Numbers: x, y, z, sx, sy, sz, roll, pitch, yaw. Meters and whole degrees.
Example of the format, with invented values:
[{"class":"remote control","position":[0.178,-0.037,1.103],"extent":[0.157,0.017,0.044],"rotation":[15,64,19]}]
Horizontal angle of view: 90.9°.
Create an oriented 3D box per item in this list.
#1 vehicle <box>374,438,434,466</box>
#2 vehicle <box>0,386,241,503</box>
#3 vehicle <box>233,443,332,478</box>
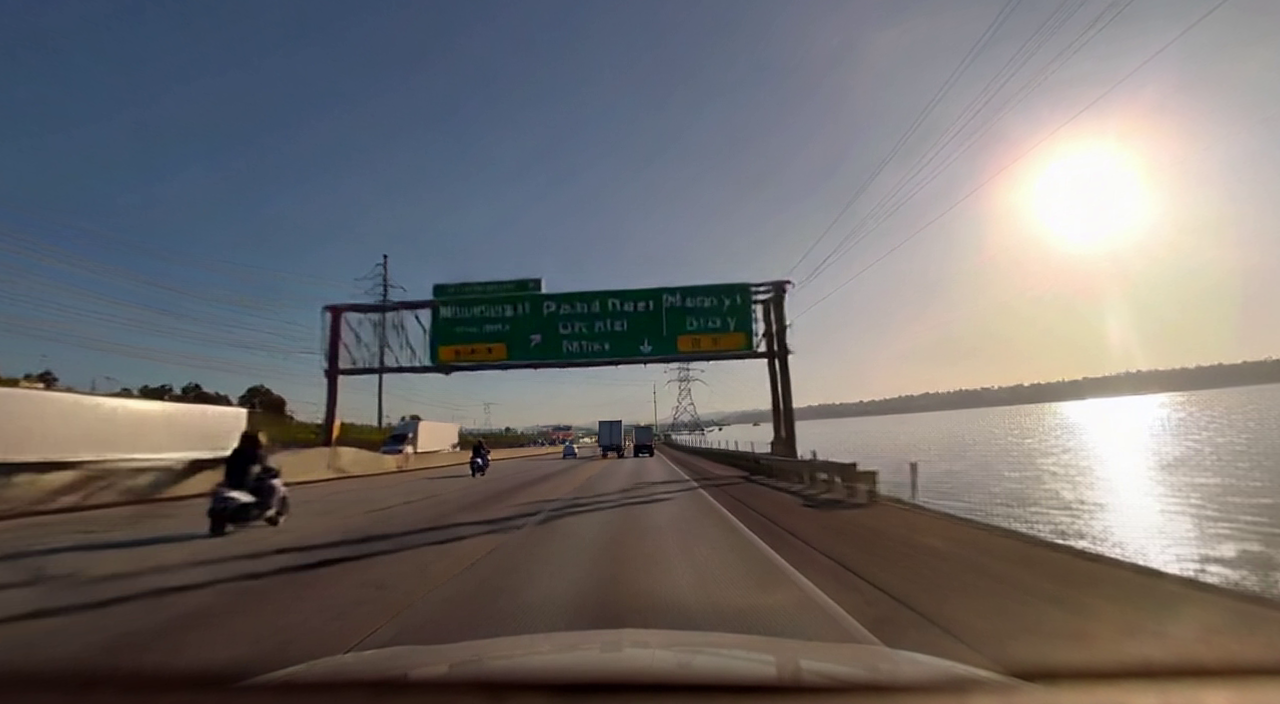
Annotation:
[{"class":"vehicle","position":[-16.919,7.192,45.530],"extent":[2.205,1.847,5.210],"rotation":[0,-8,1]},{"class":"vehicle","position":[-24.636,4.219,28.911],"extent":[3.409,4.154,14.097],"rotation":[0,-8,0]},{"class":"vehicle","position":[-16.911,5.130,30.161],"extent":[1.936,1.528,4.637],"rotation":[0,-8,1]}]
